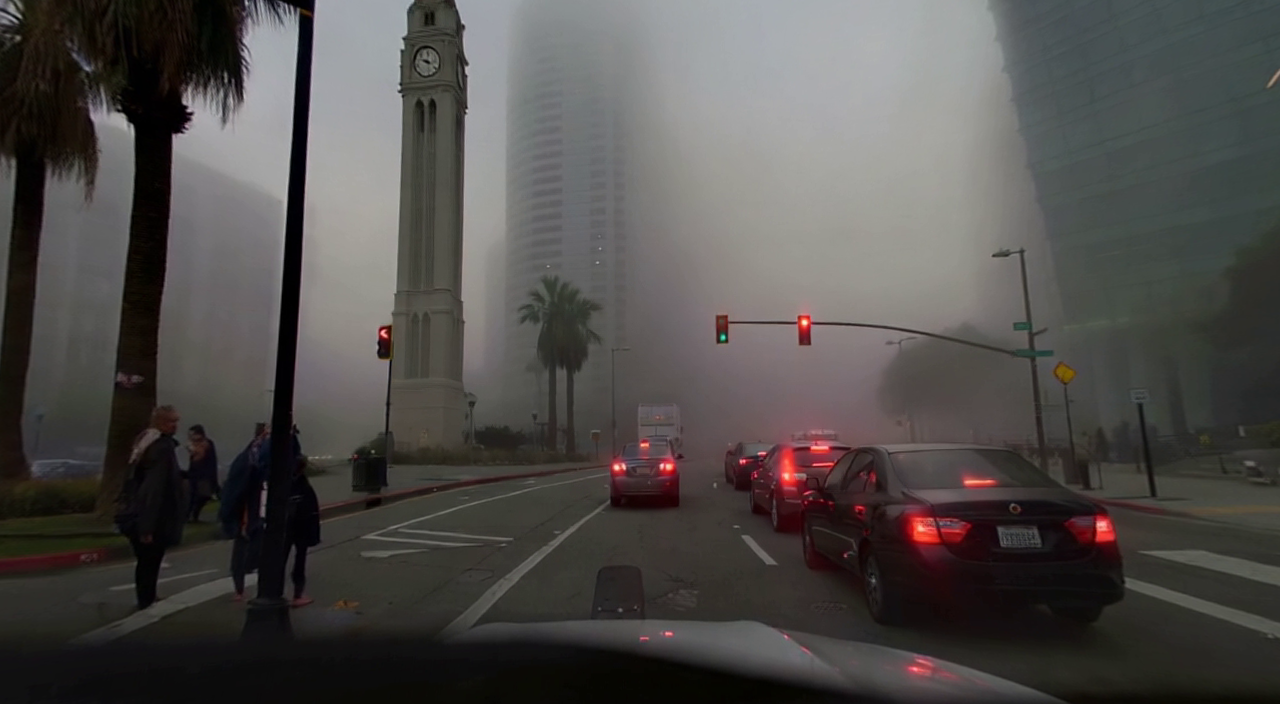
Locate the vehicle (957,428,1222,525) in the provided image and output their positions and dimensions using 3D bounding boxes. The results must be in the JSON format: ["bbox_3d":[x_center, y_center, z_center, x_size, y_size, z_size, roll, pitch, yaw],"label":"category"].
[{"bbox_3d":[8.174,2.282,12.087,1.859,1.508,4.259,0,-9,-1],"label":"vehicle"}]

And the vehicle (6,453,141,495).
[{"bbox_3d":[-26.700,5.724,29.954,2.105,1.793,4.812,0,-9,-4],"label":"vehicle"}]

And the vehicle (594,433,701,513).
[{"bbox_3d":[0.177,2.611,13.990,2.048,1.503,3.681,0,-9,1],"label":"vehicle"}]

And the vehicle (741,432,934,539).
[{"bbox_3d":[3.101,2.191,11.004,1.913,1.469,4.425,0,-9,0],"label":"vehicle"}]
